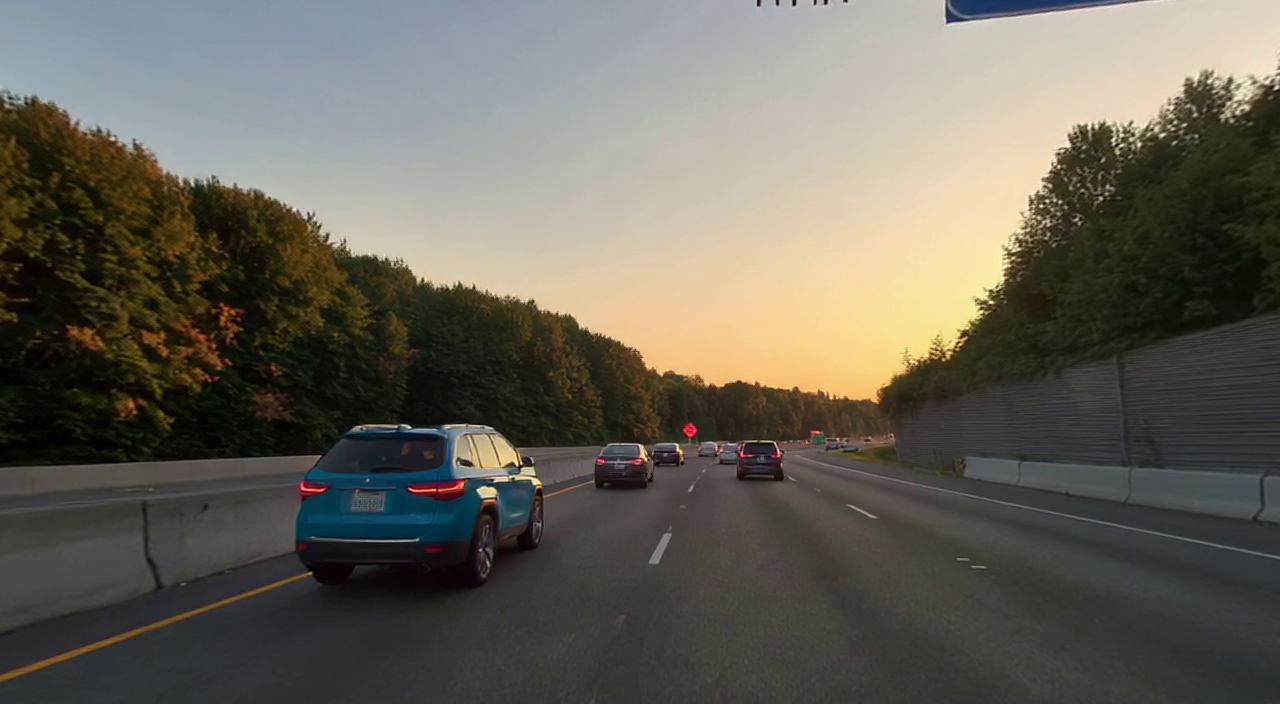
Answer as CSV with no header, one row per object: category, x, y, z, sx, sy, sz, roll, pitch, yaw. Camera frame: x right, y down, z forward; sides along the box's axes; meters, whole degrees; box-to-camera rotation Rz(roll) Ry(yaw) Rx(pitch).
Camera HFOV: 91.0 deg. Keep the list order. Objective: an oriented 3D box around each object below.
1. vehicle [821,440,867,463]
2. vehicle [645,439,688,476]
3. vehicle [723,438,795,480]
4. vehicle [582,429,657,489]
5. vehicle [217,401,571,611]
vehicle,13.660,6.684,42.431,1.990,1.478,4.475,-1,-8,5
vehicle,1.178,4.531,27.342,1.755,1.457,3.686,-1,-8,3
vehicle,4.420,4.051,24.087,1.962,1.442,4.536,0,-8,1
vehicle,-0.538,3.292,19.639,2.017,1.662,3.543,-1,-8,3
vehicle,-2.223,1.520,7.140,2.021,1.635,4.085,-1,-8,6
